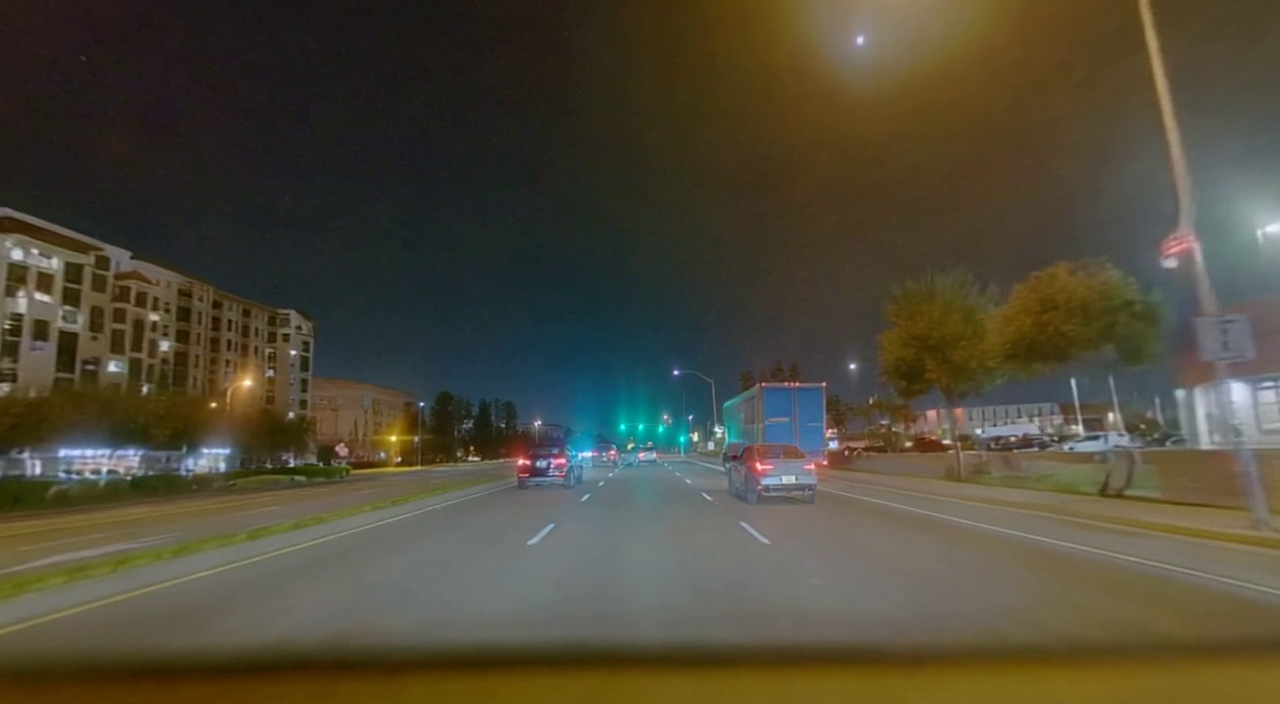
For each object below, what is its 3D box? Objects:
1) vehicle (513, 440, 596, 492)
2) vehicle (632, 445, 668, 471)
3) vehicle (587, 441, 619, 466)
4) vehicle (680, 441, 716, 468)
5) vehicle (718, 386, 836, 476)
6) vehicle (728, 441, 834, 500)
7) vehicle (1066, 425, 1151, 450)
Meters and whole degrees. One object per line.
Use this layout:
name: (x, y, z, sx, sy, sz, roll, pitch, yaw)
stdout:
vehicle: (-2.703, 3.718, 21.000, 2.003, 1.509, 4.396, -1, -8, 2)
vehicle: (0.525, 6.364, 38.079, 2.020, 1.461, 4.326, 0, -8, -1)
vehicle: (-2.771, 7.801, 48.680, 2.137, 1.796, 4.304, 0, -8, 1)
vehicle: (3.880, 6.936, 42.739, 2.050, 1.683, 3.990, 0, -8, 0)
vehicle: (7.623, 5.040, 38.815, 3.383, 4.268, 17.469, 0, -8, 0)
vehicle: (3.813, 3.254, 17.820, 1.972, 1.452, 4.189, 0, -8, 0)
vehicle: (36.455, 6.694, 49.133, 5.045, 1.644, 1.906, -3, -8, -2)
